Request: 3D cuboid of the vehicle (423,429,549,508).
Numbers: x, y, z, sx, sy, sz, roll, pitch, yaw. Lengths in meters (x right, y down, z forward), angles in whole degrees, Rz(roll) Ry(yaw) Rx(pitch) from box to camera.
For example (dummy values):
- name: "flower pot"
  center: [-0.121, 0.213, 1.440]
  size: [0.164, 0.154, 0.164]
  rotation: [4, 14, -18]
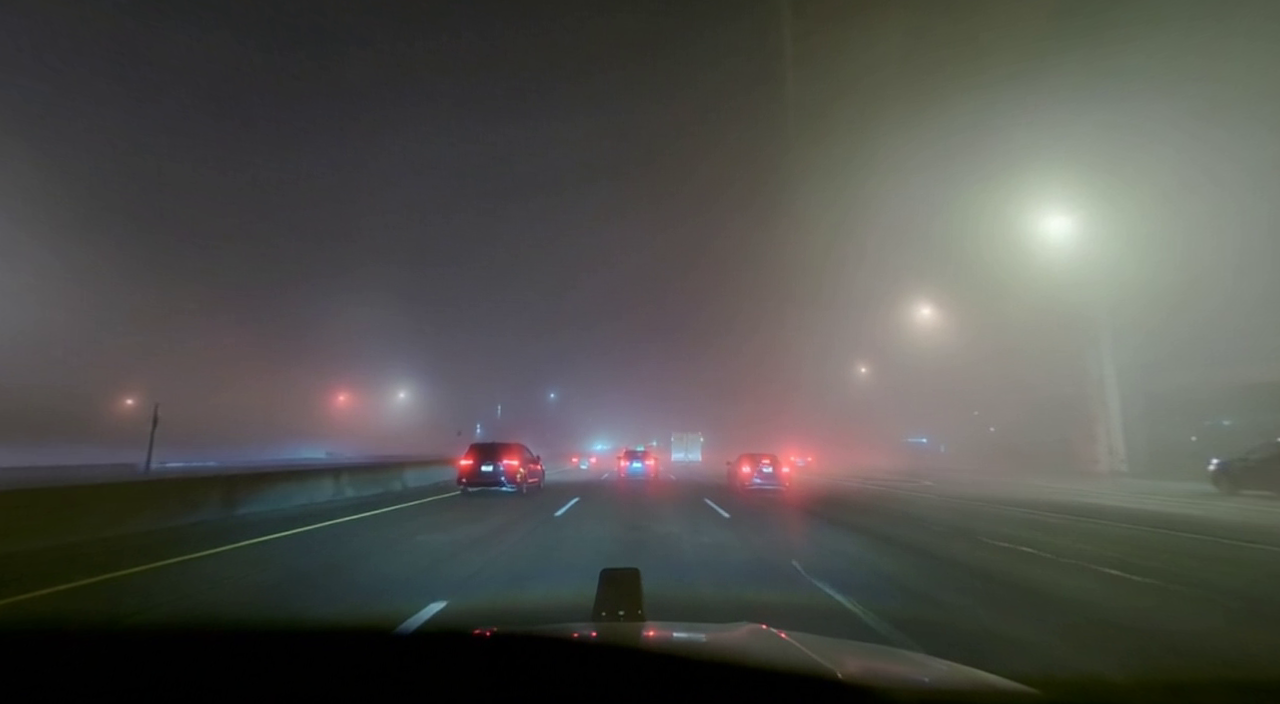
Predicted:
- name: "vehicle"
  center: [-3.948, 3.070, 17.111]
  size: [2.142, 1.819, 4.648]
  rotation: [0, -9, 1]

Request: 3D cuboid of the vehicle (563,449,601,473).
- name: "vehicle"
  center: [-3.618, 6.849, 39.880]
  size: [1.868, 1.431, 4.055]
  rotation: [0, -9, 2]

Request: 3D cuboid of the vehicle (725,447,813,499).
- name: "vehicle"
  center: [4.020, 3.828, 20.329]
  size: [1.974, 1.490, 3.994]
  rotation: [0, -9, 0]

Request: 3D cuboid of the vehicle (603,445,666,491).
- name: "vehicle"
  center: [-0.154, 4.160, 22.892]
  size: [2.089, 1.493, 3.964]
  rotation: [0, -9, 1]
